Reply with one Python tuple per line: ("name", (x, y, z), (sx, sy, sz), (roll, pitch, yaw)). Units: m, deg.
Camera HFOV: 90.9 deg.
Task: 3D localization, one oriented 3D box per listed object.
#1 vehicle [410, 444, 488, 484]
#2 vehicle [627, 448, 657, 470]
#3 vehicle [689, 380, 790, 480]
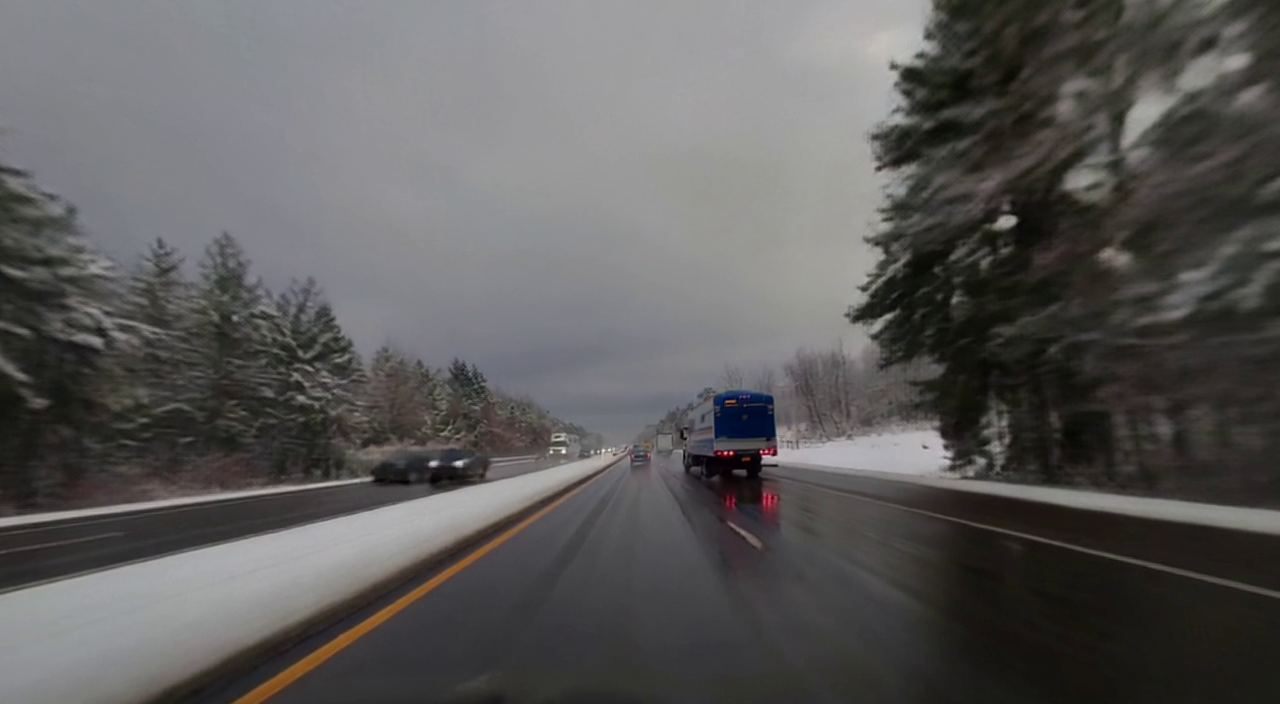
("vehicle", (-8.648, 5.108, 29.004), (2.155, 1.659, 4.565), (0, -9, 0))
("vehicle", (0.135, 7.214, 42.756), (1.926, 1.386, 3.615), (0, -9, 0))
("vehicle", (4.678, 4.321, 33.248), (2.939, 4.129, 14.300), (0, -9, 0))
